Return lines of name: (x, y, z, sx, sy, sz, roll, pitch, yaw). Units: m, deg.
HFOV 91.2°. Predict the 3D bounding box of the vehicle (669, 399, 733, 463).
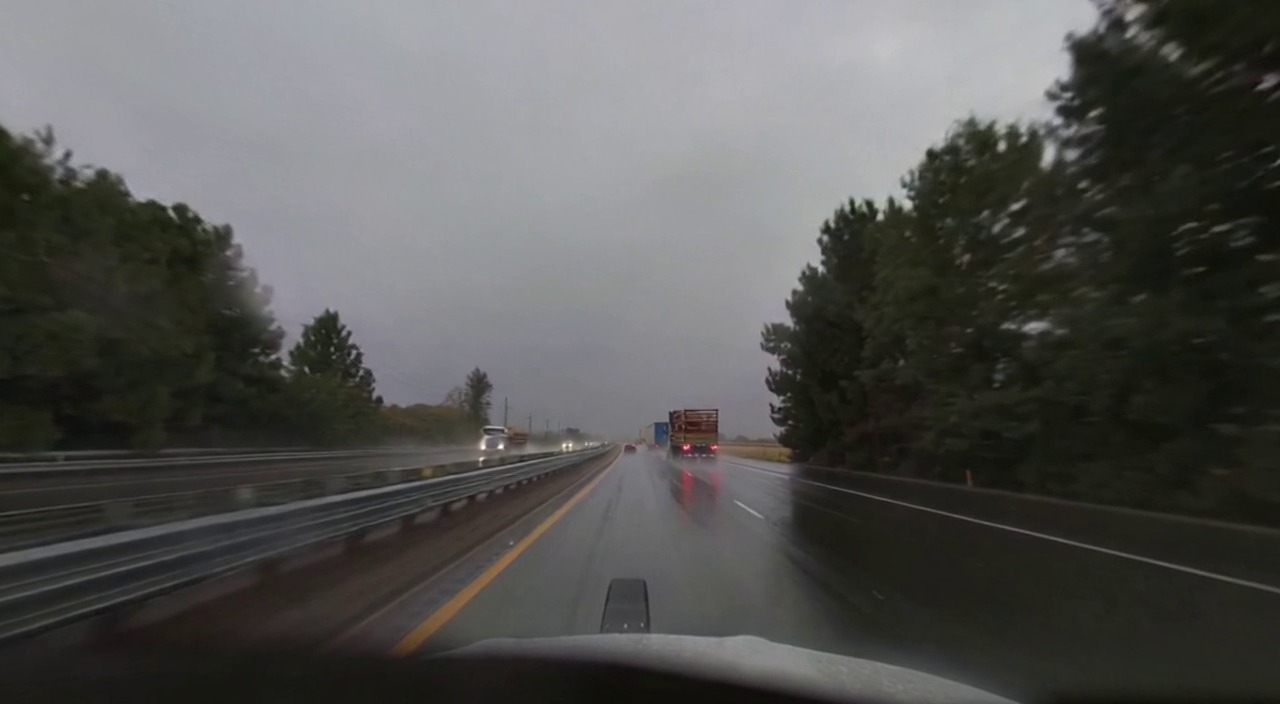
vehicle: (3.942, 5.720, 44.339, 3.278, 3.788, 13.133, 0, -8, 0)
